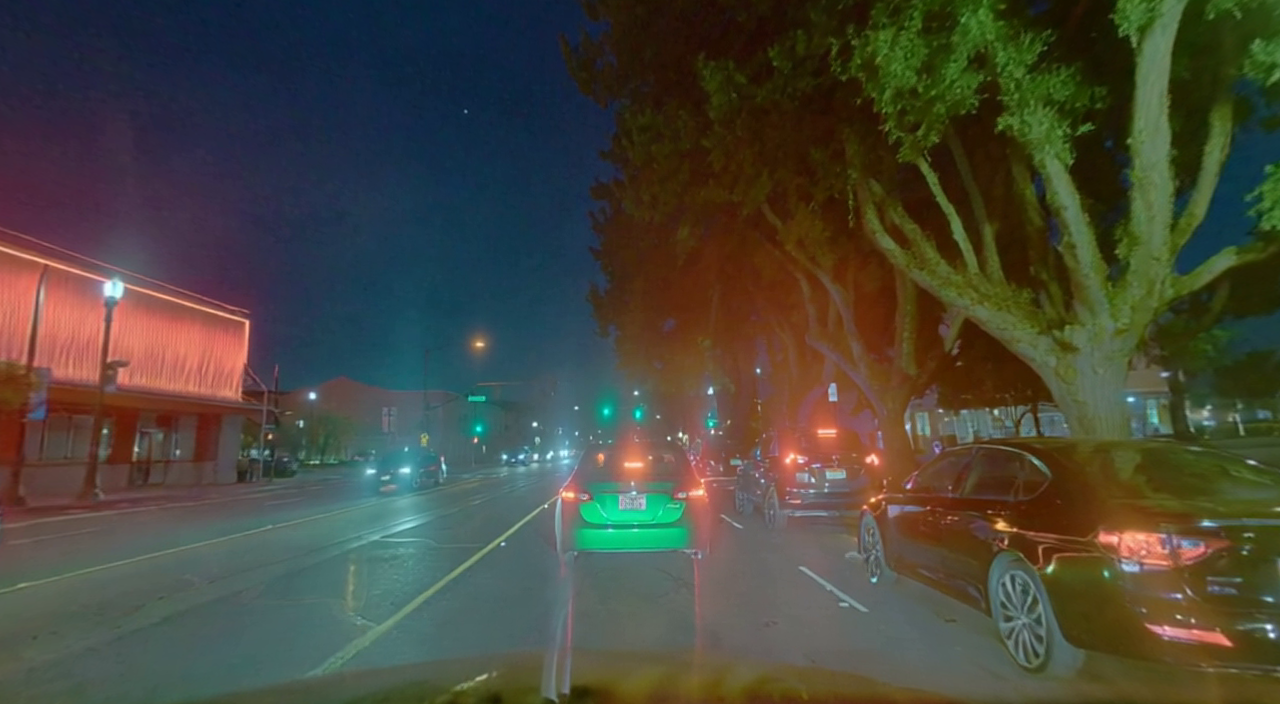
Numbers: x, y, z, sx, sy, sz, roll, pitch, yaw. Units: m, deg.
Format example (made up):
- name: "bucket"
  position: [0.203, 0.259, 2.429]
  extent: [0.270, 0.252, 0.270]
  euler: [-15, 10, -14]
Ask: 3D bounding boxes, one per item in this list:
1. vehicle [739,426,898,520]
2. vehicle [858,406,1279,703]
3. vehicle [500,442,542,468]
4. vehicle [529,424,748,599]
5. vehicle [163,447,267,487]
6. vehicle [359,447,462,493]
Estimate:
- name: "vehicle"
  position: [3.527, 2.476, 13.431]
  extent: [2.025, 1.660, 4.263]
  euler: [0, -9, -1]
- name: "vehicle"
  position: [3.303, 1.255, 4.496]
  extent: [1.988, 1.480, 4.195]
  euler: [0, -9, 0]
- name: "vehicle"
  position: [-8.138, 7.073, 43.677]
  extent: [2.079, 1.695, 4.374]
  euler: [0, -9, 0]
- name: "vehicle"
  position: [-0.032, 1.651, 7.302]
  extent: [1.887, 1.487, 3.535]
  euler: [0, -9, -1]
- name: "vehicle"
  position: [-20.602, 5.519, 30.637]
  extent: [4.329, 1.773, 2.072]
  euler: [-4, -9, 24]
- name: "vehicle"
  position: [-7.975, 4.121, 22.462]
  extent: [1.991, 1.433, 4.261]
  euler: [0, -9, 1]
